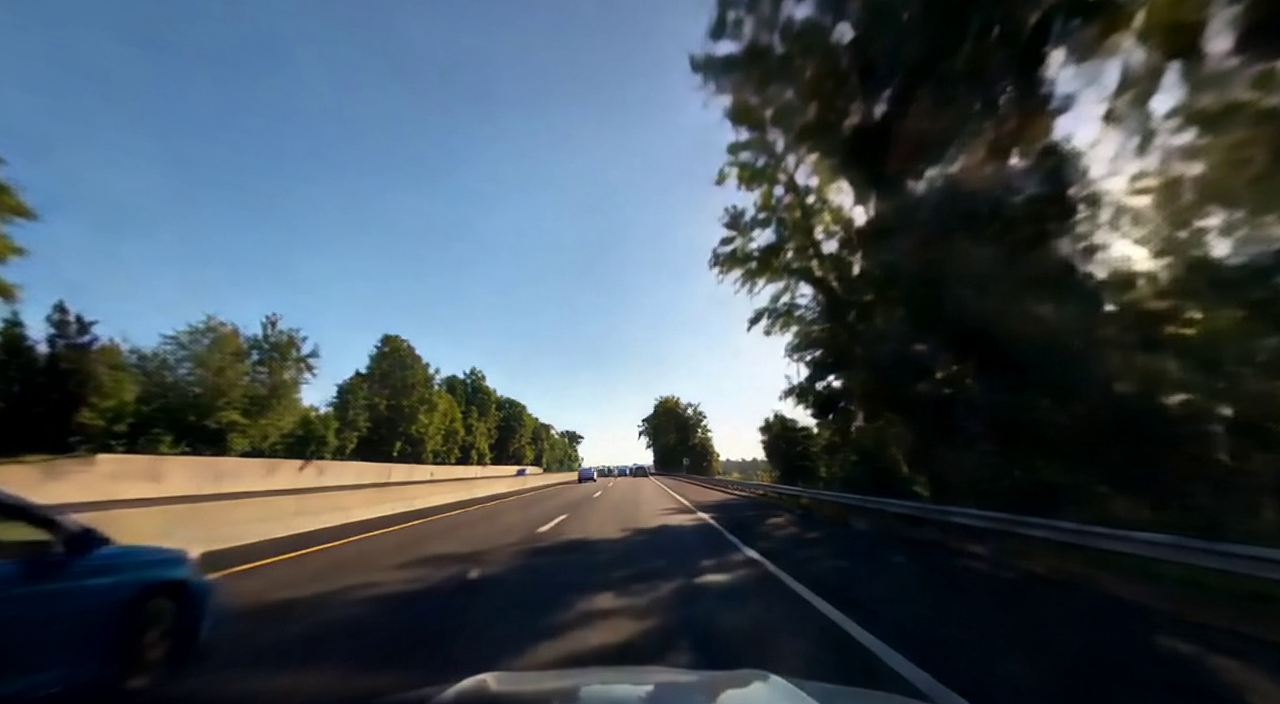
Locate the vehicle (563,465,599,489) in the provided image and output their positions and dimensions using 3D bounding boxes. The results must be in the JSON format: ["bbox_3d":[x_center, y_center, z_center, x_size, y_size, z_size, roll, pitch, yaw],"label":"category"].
[{"bbox_3d":[-3.972,8.524,43.179,2.109,1.532,4.234,1,-11,-1],"label":"vehicle"}]

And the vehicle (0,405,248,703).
[{"bbox_3d":[-3.695,0.874,2.041,2.047,1.523,4.279,1,-11,0],"label":"vehicle"}]
